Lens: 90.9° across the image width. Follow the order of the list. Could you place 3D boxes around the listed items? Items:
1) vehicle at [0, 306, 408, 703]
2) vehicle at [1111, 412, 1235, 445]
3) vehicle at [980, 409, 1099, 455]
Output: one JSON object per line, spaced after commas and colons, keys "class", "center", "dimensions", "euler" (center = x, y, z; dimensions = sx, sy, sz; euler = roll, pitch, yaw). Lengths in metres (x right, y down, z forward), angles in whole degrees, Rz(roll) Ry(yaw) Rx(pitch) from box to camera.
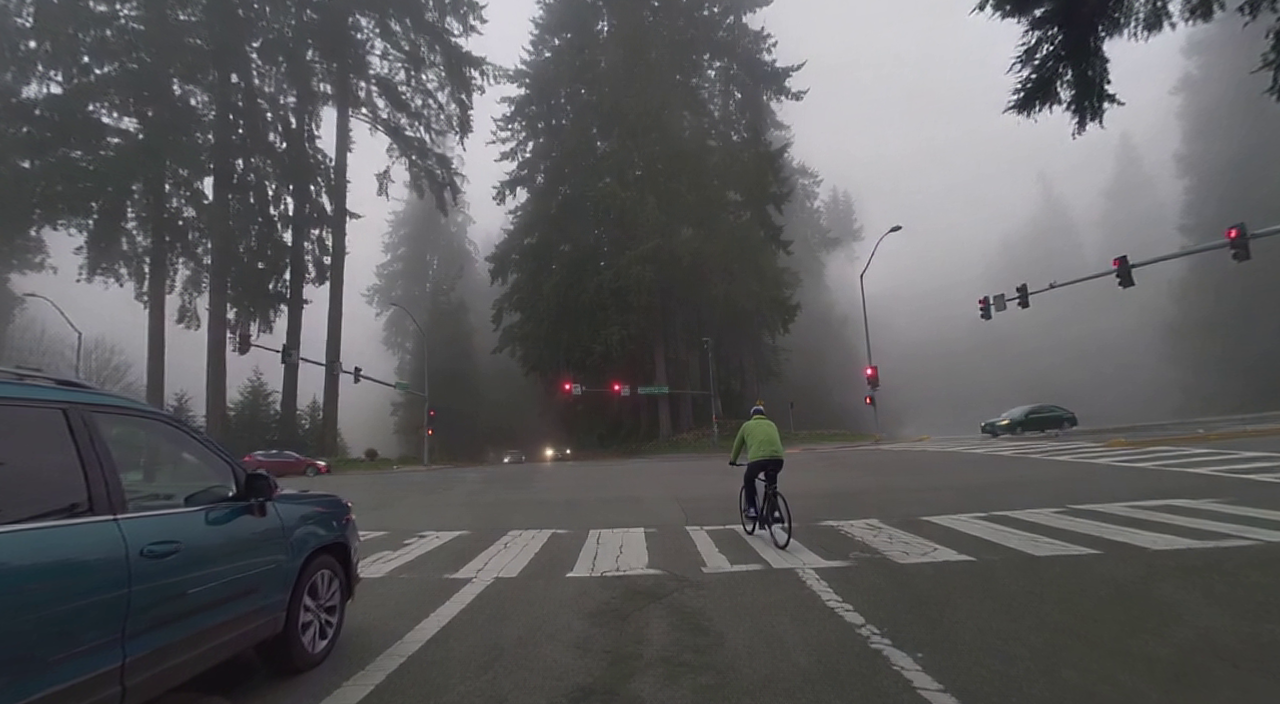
{"class": "vehicle", "center": [-2.963, 0.887, 2.863], "dimensions": [2.049, 1.756, 4.602], "euler": [0, -8, 0]}
{"class": "vehicle", "center": [25.744, 3.739, 30.485], "dimensions": [4.716, 1.507, 1.904], "euler": [2, -9, -11]}
{"class": "vehicle", "center": [18.571, 3.751, 29.372], "dimensions": [4.237, 1.948, 1.997], "euler": [0, -9, -9]}
